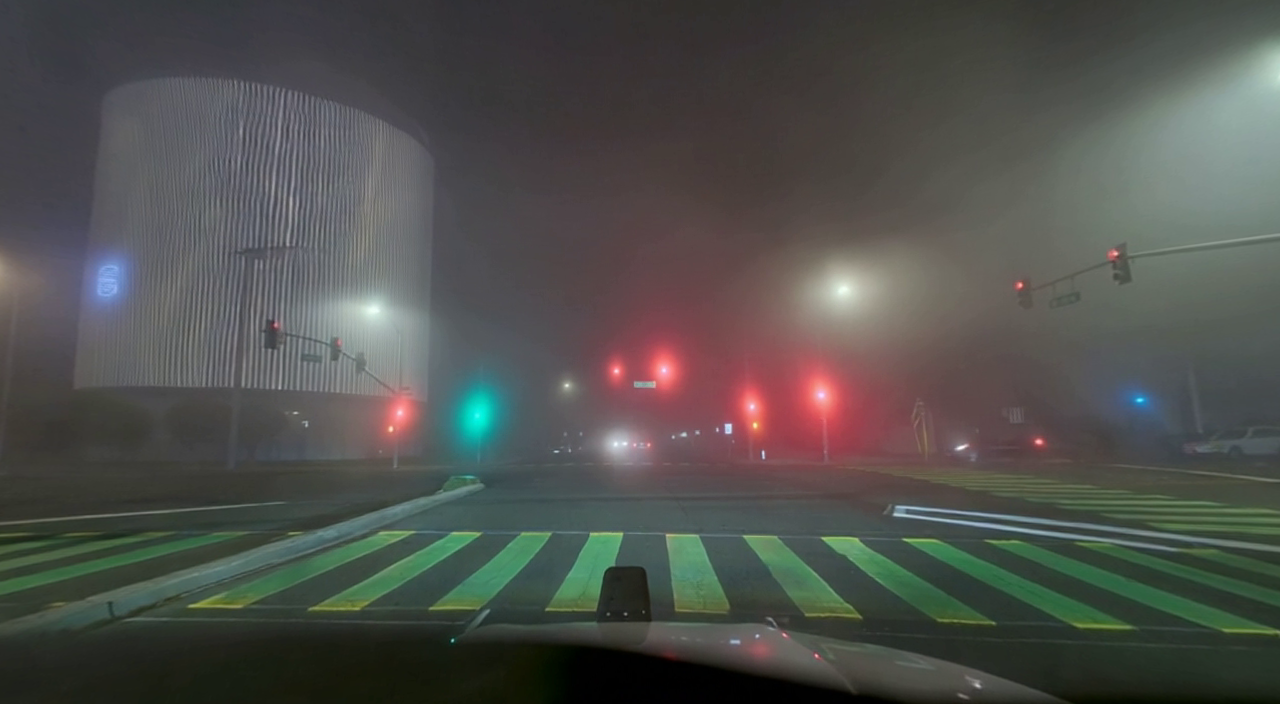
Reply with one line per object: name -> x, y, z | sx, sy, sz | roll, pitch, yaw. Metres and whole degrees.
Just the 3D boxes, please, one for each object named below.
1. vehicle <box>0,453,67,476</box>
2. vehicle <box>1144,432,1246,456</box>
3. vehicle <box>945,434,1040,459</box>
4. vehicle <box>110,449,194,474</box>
vehicle -> -41.640, 7.631, 42.768 | 3.698, 1.467, 1.779 | 0, -8, 1
vehicle -> 36.190, 6.016, 41.186 | 4.767, 1.456, 1.858 | -1, -8, 3
vehicle -> 21.293, 5.765, 38.262 | 4.529, 1.457, 1.981 | -1, -8, 4
vehicle -> -33.060, 7.402, 42.759 | 4.136, 1.661, 1.857 | 0, -8, 1
